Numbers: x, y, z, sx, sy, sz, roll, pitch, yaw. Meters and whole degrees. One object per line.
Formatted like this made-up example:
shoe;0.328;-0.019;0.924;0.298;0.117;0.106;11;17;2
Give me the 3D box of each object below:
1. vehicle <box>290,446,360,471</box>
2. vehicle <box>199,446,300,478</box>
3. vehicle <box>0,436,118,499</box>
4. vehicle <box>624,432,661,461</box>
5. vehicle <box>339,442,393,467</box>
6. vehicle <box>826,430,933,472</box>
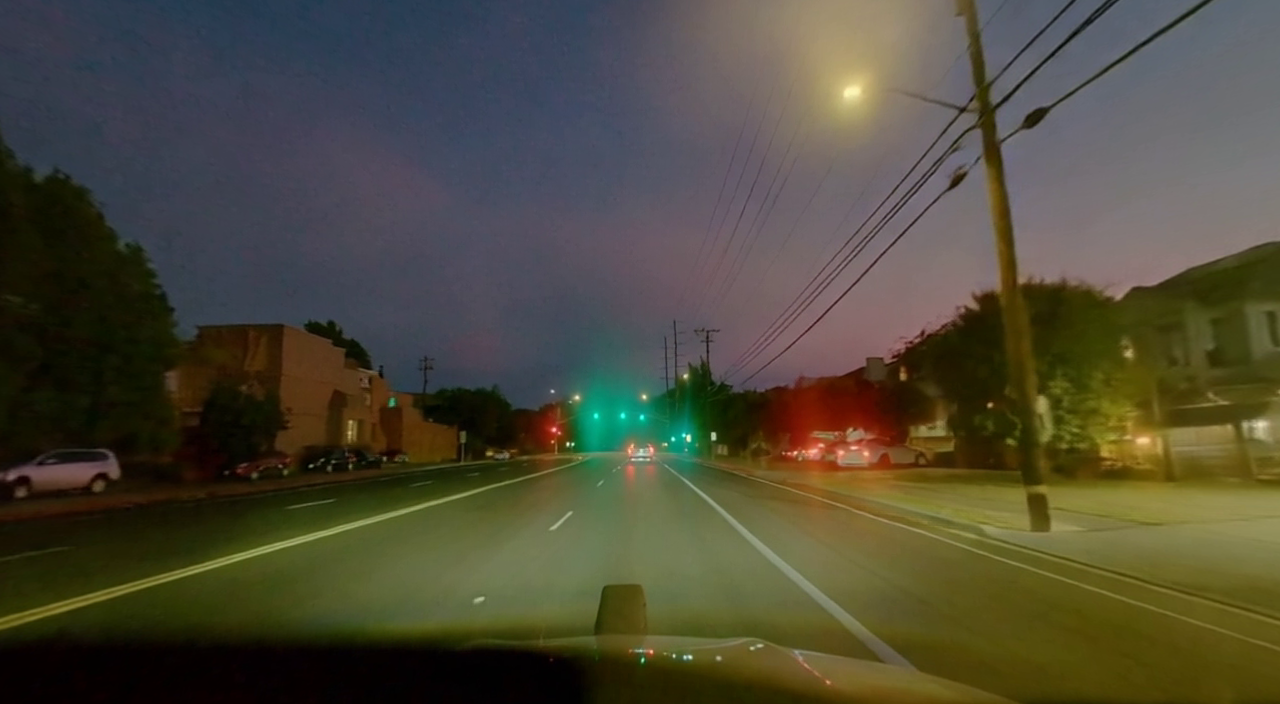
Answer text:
vehicle;-20.050;6.789;40.404;2.050;1.501;4.588;0;-8;1
vehicle;-20.345;5.717;33.111;2.178;1.484;4.726;0;-8;2
vehicle;-20.557;3.783;20.930;2.047;1.898;5.032;0;-8;1
vehicle;0.163;7.401;49.263;2.769;2.087;5.130;0;-8;-1
vehicle;-20.156;7.563;46.616;1.973;1.700;4.475;0;-8;-1
vehicle;11.770;4.894;31.247;4.305;1.997;2.453;0;-8;0
